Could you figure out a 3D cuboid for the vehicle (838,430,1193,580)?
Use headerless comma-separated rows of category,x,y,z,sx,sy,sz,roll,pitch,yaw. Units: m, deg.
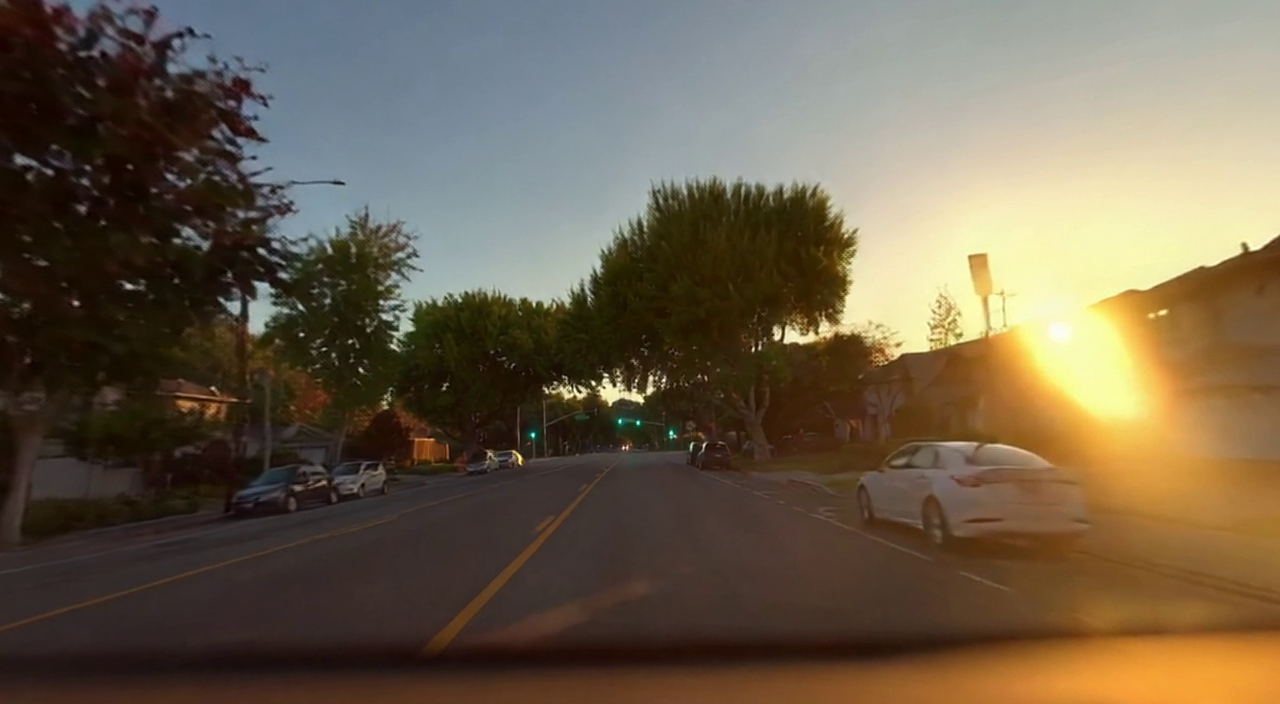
vehicle,4.519,1.904,8.745,1.887,1.480,4.731,1,-9,-2

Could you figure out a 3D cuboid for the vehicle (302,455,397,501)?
vehicle,-11.724,5.089,25.847,2.008,1.643,4.130,0,-9,-2

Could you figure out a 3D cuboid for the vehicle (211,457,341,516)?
vehicle,-11.567,4.268,20.474,1.845,1.626,4.105,0,-9,-2

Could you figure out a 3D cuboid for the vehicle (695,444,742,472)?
vehicle,4.379,6.015,36.098,2.010,1.461,4.247,1,-9,-2

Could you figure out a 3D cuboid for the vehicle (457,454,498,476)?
vehicle,-11.855,8.262,46.295,1.867,1.471,4.139,0,-9,0
